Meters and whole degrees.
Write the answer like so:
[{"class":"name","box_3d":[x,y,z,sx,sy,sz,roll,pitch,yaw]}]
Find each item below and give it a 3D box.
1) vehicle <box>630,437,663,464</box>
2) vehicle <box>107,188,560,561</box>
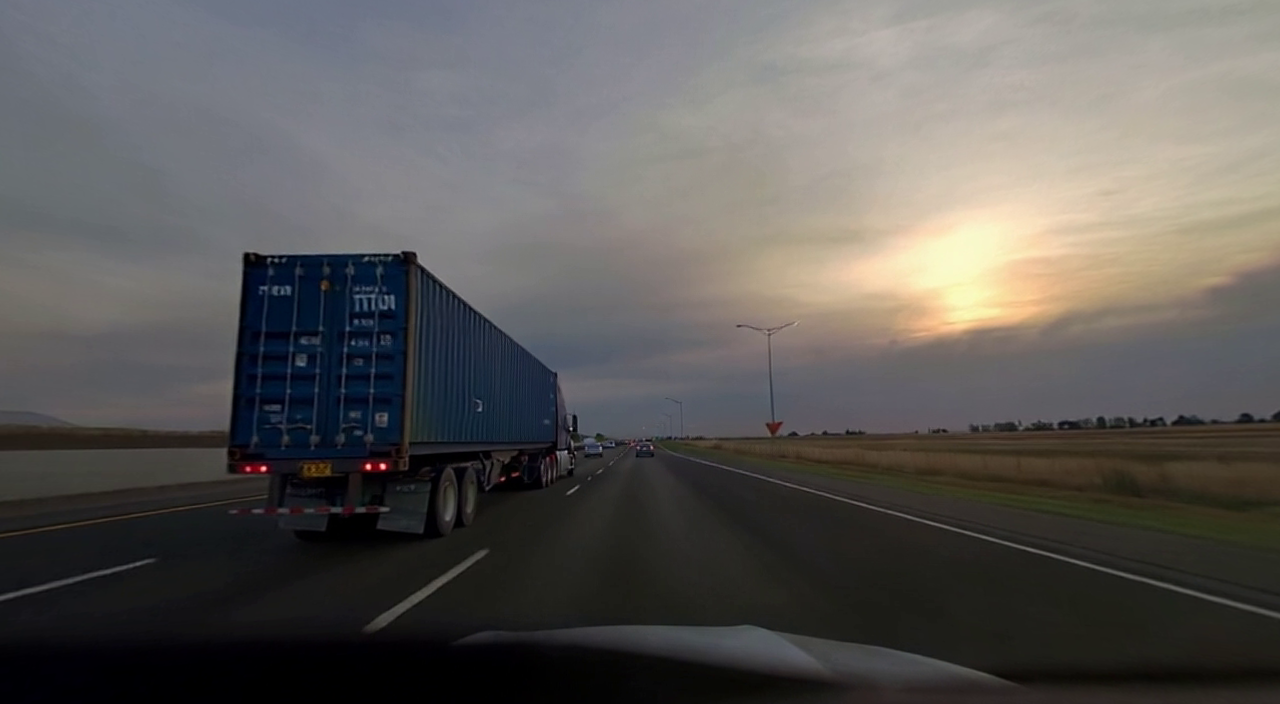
[{"class":"vehicle","box_3d":[0.422,6.644,42.843,2.136,1.718,4.157,0,-8,0]},{"class":"vehicle","box_3d":[-4.044,1.135,13.430,2.840,4.032,13.388,0,-8,1]}]
